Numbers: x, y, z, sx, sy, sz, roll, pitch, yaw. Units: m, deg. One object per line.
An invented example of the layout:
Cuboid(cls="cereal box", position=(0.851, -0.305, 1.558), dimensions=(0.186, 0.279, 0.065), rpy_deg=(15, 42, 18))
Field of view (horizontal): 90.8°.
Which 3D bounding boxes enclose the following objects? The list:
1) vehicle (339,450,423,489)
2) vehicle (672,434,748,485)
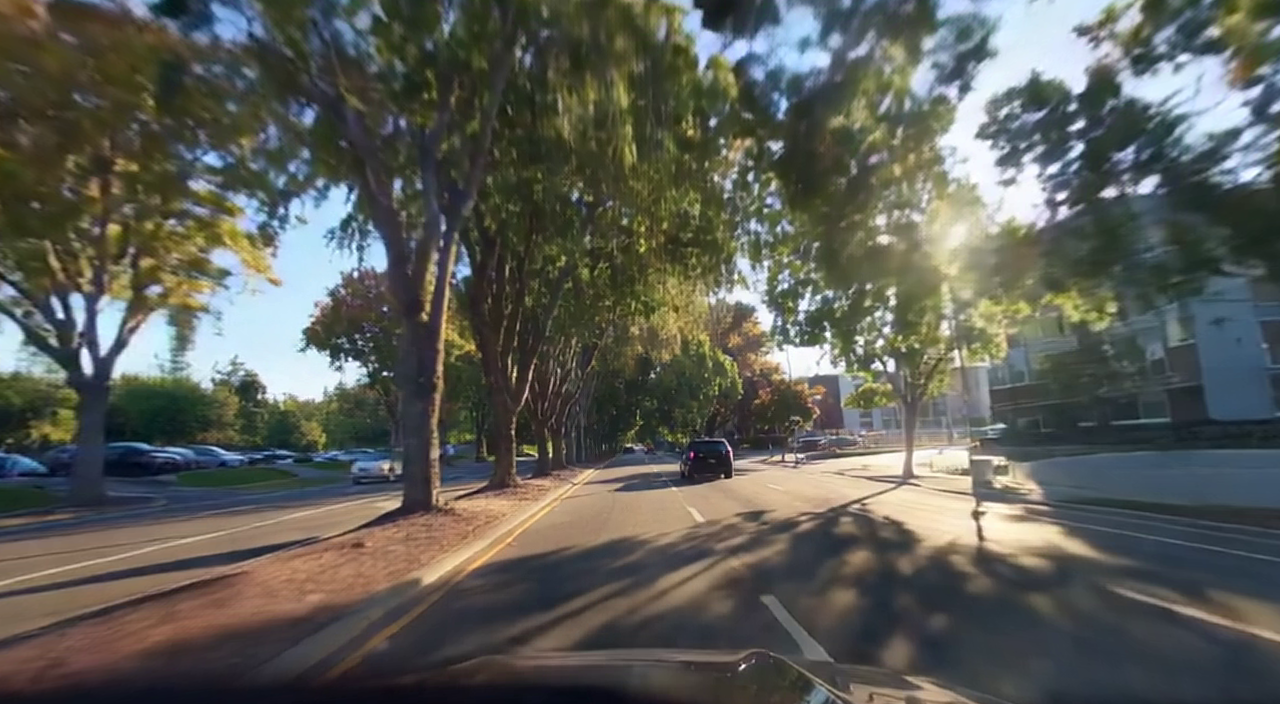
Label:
Cuboid(cls="vehicle", position=(-12.228, 5.536, 30.211), dimensions=(1.888, 1.615, 5.012), rpy_deg=(0, -8, 0))
Cuboid(cls="vehicle", position=(2.566, 4.088, 24.301), dimensions=(2.240, 1.740, 4.605), rpy_deg=(0, -8, -2))
